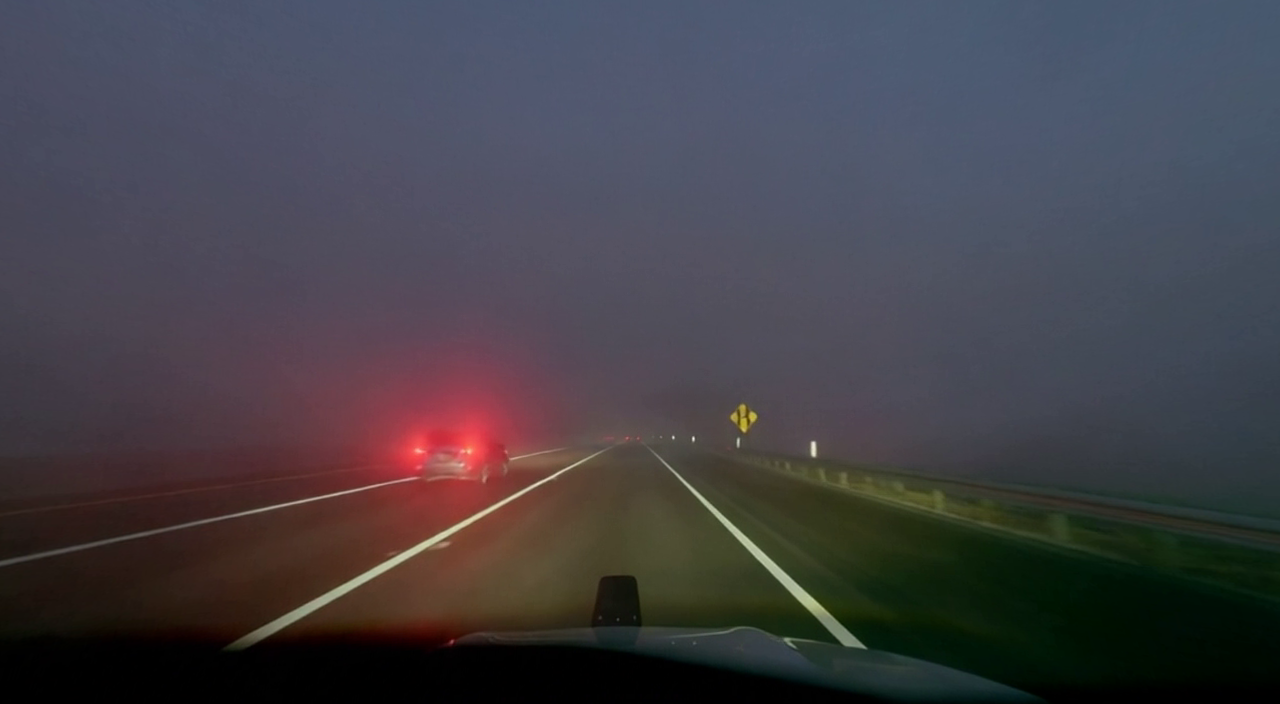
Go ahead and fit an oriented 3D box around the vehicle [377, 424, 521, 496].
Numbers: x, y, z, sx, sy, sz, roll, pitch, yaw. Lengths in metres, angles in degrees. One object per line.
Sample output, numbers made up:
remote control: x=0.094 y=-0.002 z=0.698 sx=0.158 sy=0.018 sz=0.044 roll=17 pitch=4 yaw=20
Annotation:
vehicle: x=-4.600 y=2.658 z=16.080 sx=2.149 sy=1.532 sz=4.905 roll=0 pitch=-8 yaw=0
